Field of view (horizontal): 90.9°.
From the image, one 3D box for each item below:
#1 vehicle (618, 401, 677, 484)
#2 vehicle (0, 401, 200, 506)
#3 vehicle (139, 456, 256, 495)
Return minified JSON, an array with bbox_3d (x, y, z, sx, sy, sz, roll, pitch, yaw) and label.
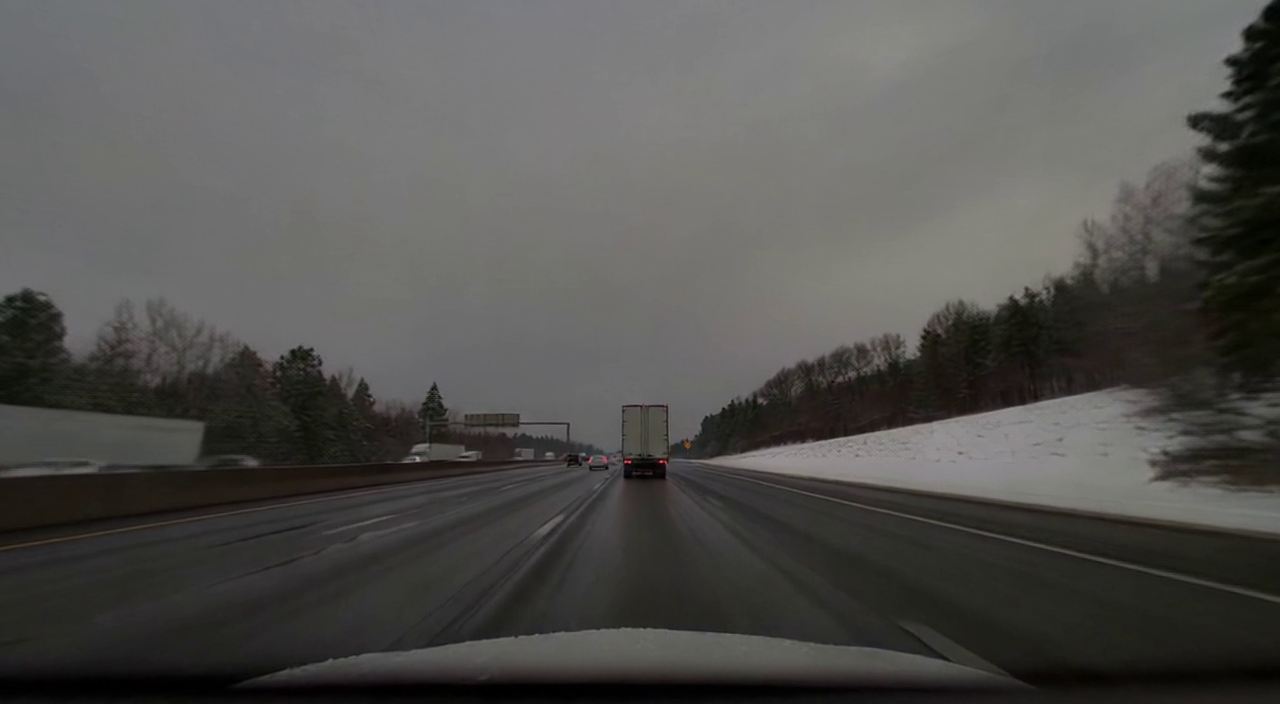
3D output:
[{"bbox_3d":[0.237,5.419,37.163,2.875,4.056,12.312,0,-9,-1],"label":"vehicle"},{"bbox_3d":[-26.024,4.490,27.982,2.846,3.978,13.837,0,-9,1],"label":"vehicle"},{"bbox_3d":[-18.628,5.202,26.802,1.810,1.486,4.269,0,-9,1],"label":"vehicle"}]
